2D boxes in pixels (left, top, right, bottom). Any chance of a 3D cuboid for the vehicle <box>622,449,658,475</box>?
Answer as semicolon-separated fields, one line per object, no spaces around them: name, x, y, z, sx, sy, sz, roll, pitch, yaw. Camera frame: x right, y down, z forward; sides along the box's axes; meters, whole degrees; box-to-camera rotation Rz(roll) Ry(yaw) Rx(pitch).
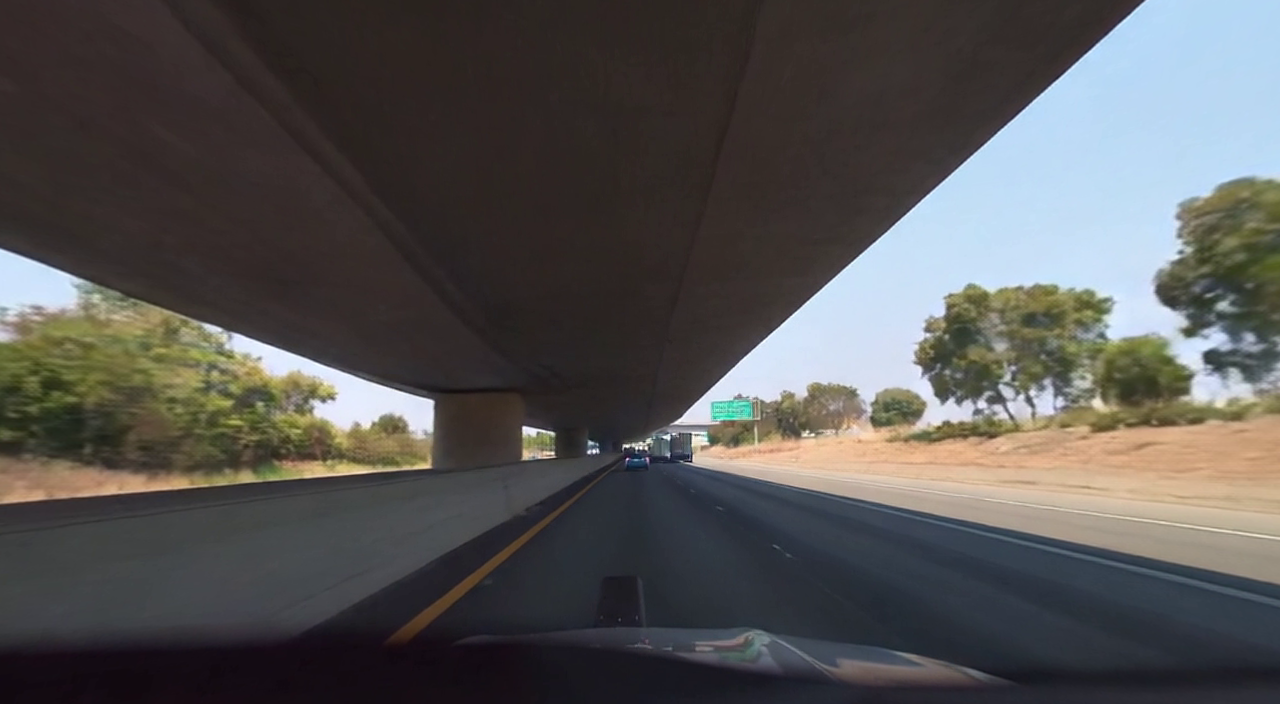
vehicle;-0.048;6.574;37.687;2.083;1.473;3.923;0;-9;-1
